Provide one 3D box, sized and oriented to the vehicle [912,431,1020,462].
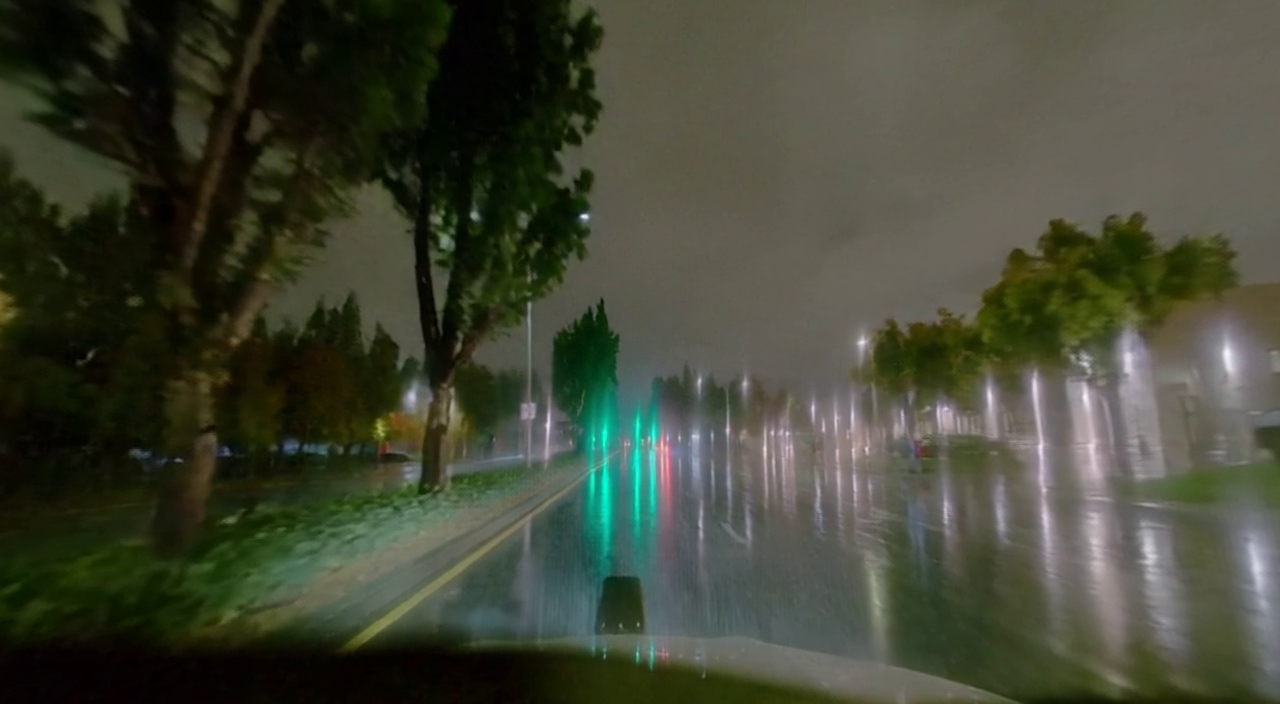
[{"bbox_3d":[16.921,4.921,32.934,4.505,1.498,2.068,0,-8,-3],"label":"vehicle"}]
